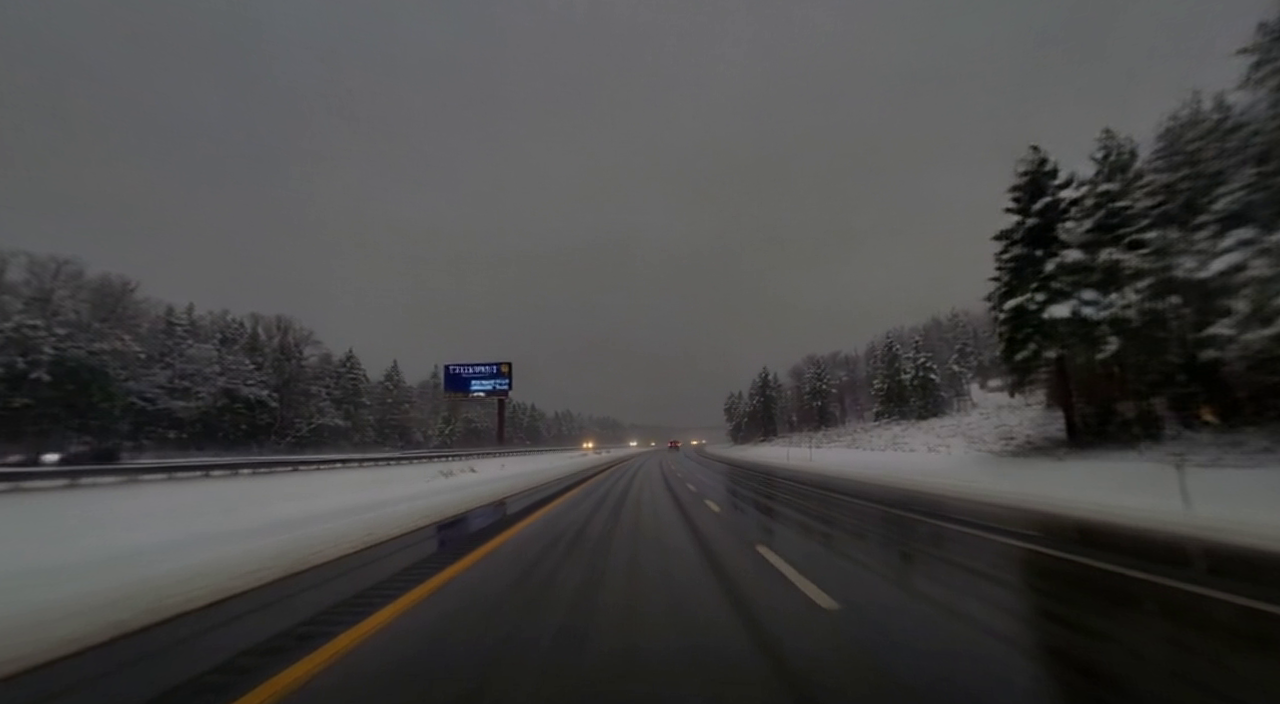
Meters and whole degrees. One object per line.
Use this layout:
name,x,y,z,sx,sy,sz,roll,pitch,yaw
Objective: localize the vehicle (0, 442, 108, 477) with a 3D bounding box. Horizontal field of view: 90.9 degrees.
vehicle,-27.945,5.008,29.676,1.845,1.504,4.445,0,-8,2
